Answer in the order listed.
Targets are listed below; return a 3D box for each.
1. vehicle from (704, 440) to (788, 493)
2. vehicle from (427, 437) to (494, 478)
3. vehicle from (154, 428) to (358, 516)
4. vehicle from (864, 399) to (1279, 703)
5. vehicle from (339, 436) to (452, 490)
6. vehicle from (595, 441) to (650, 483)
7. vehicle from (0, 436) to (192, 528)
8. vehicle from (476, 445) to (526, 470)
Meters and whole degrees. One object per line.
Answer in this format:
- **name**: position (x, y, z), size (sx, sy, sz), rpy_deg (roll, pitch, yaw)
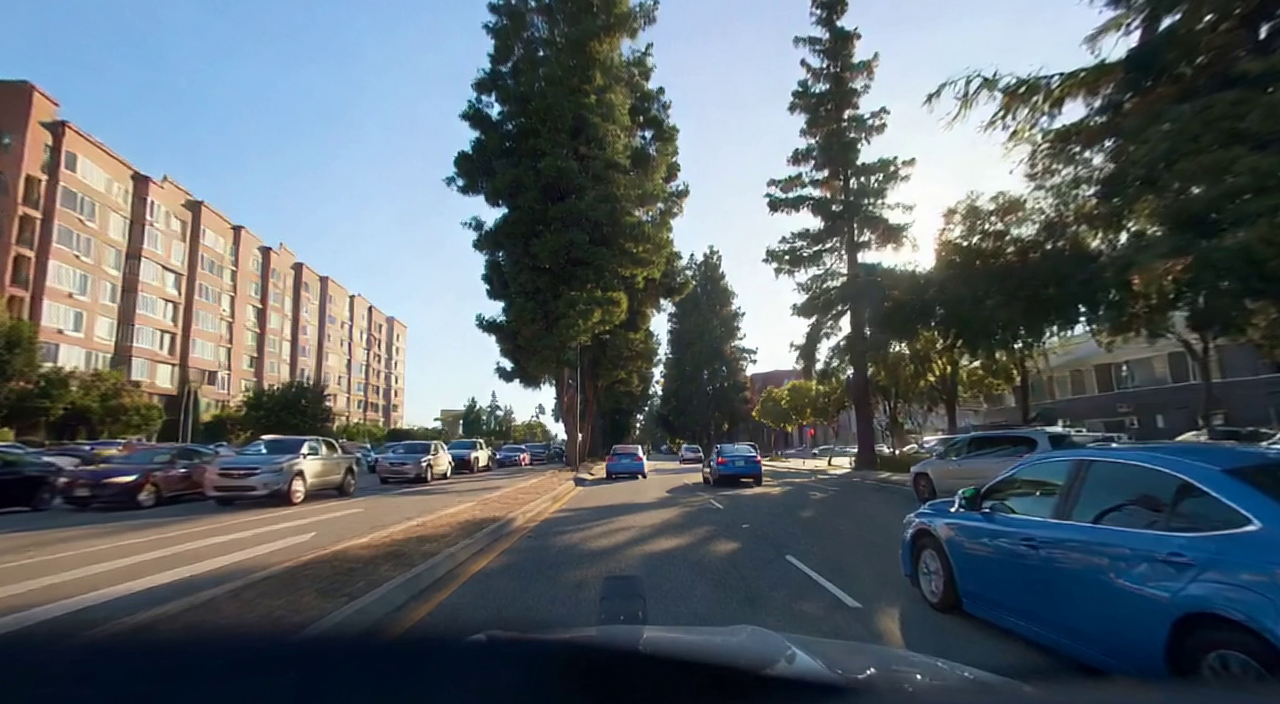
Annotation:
- **vehicle**: position (3.207, 3.539, 19.912), size (1.852, 1.498, 3.825), rpy_deg (0, -9, -2)
- **vehicle**: position (-8.916, 5.236, 31.781), size (2.043, 1.860, 4.656), rpy_deg (-1, -8, 0)
- **vehicle**: position (-8.820, 2.780, 15.131), size (2.105, 1.745, 4.478), rpy_deg (-1, -8, -1)
- **vehicle**: position (3.421, 1.210, 4.339), size (2.021, 1.471, 4.666), rpy_deg (0, -8, 0)
- **vehicle**: position (-8.846, 4.050, 23.434), size (2.145, 1.747, 5.014), rpy_deg (-1, -8, 0)
- **vehicle**: position (-0.638, 4.233, 24.611), size (1.994, 1.479, 3.647), rpy_deg (0, -8, 0)
- **vehicle**: position (-12.496, 2.738, 13.939), size (1.980, 1.693, 4.343), rpy_deg (0, -8, 0)
- **vehicle**: position (-8.819, 6.740, 40.486), size (2.148, 1.473, 4.709), rpy_deg (0, -9, -1)
